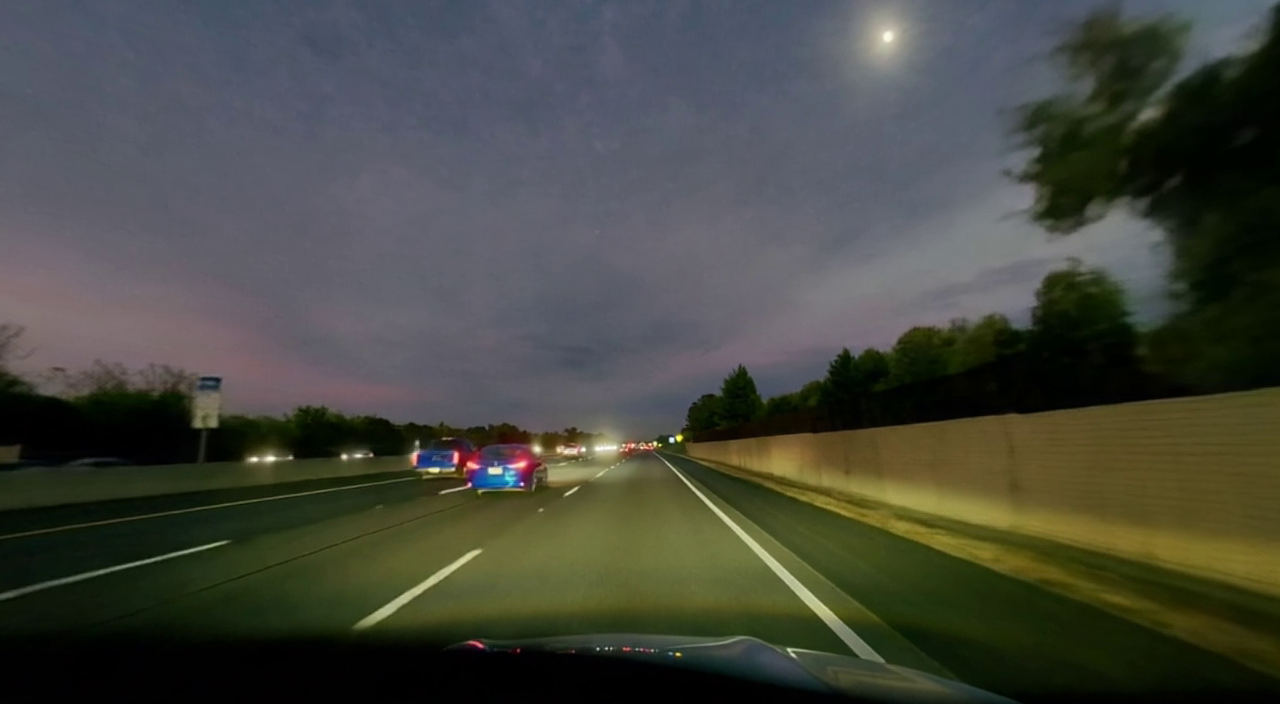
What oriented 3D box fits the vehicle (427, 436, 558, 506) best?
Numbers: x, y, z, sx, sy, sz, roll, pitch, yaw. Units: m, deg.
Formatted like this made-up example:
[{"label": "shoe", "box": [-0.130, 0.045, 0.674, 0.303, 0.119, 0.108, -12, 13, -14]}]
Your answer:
[{"label": "vehicle", "box": [-3.575, 2.993, 16.389, 2.081, 1.514, 4.943, 0, -8, 1]}]
